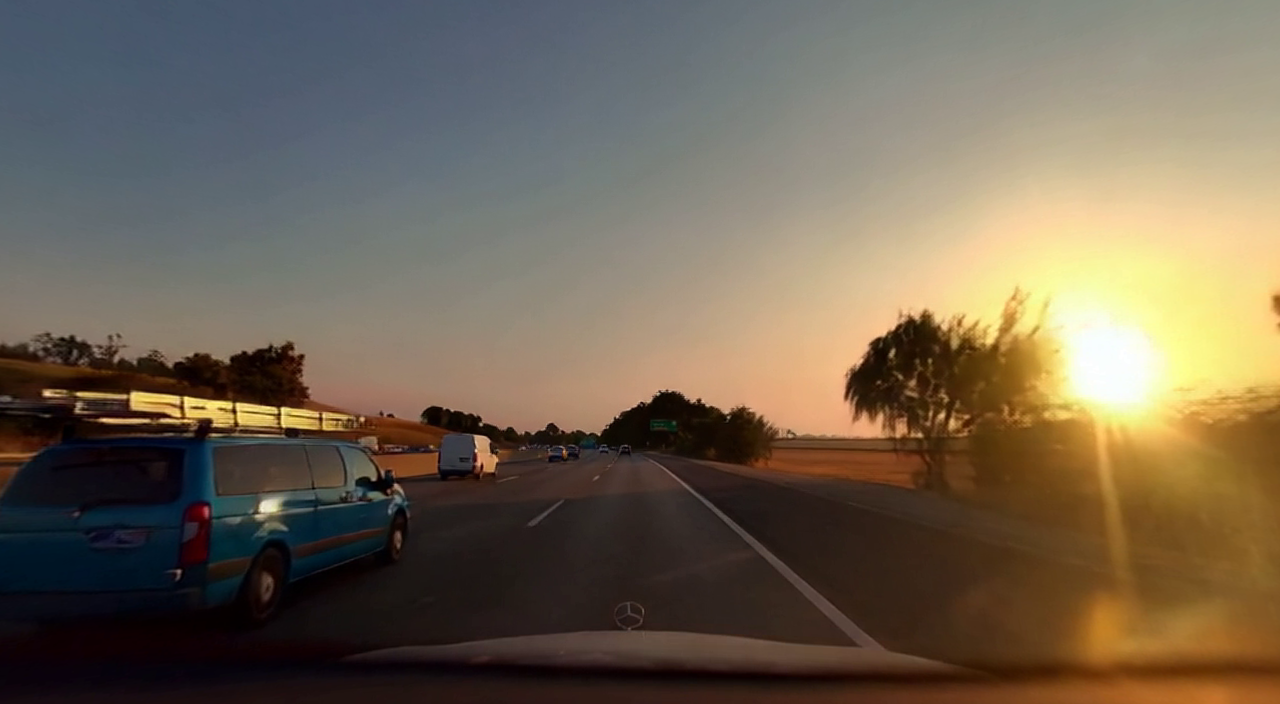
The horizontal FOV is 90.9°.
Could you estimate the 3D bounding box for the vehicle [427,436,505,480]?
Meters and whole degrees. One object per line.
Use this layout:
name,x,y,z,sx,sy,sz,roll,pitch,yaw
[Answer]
vehicle,-7.541,4.650,27.849,2.093,1.752,4.771,0,-9,0

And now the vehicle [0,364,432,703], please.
vehicle,-3.563,1.255,5.162,2.040,1.679,4.865,0,-9,0
